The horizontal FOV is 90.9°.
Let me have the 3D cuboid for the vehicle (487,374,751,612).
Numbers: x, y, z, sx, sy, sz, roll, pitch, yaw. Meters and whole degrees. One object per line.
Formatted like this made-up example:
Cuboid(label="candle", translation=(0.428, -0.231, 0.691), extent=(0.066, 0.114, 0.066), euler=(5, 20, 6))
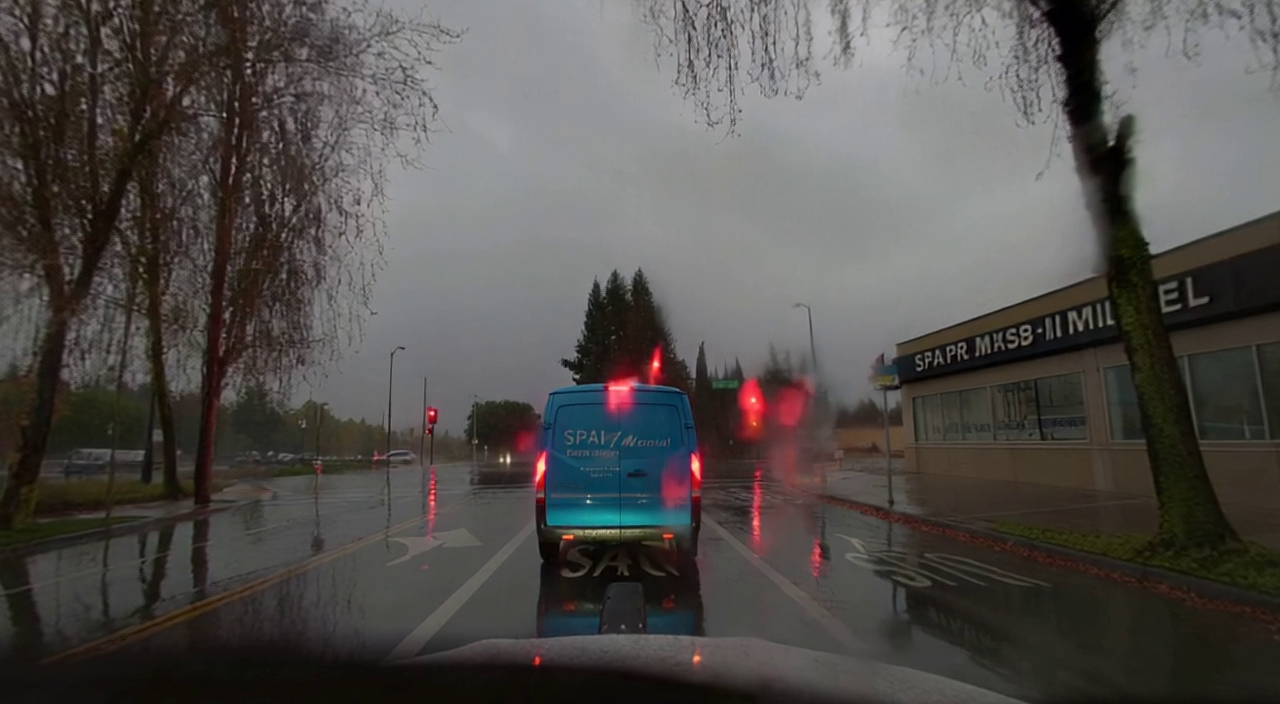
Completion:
Cuboid(label="vehicle", translation=(-0.297, 1.462, 7.290), extent=(2.181, 1.949, 3.932), euler=(1, -9, -4))
